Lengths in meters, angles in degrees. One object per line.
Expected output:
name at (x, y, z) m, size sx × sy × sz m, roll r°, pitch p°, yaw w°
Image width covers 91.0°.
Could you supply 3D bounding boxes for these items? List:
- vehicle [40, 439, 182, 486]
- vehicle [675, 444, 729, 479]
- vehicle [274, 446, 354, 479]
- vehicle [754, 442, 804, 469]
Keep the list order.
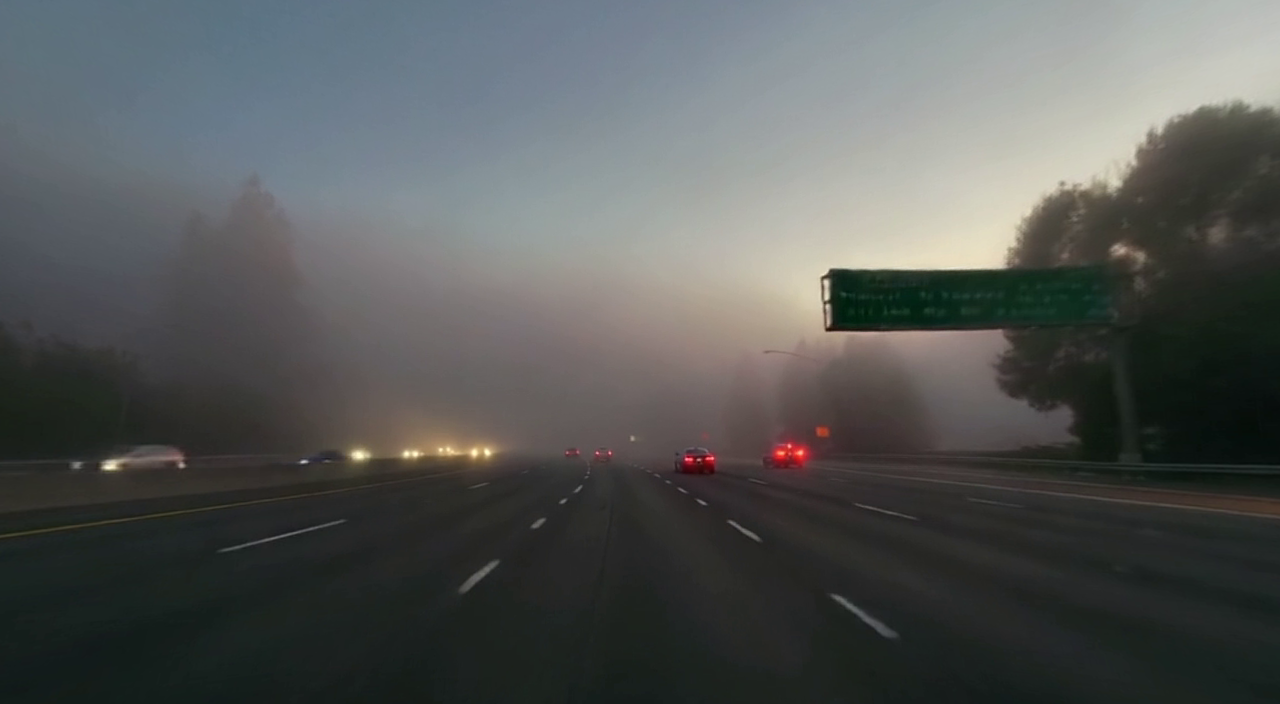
vehicle at (-24.768, 5.188, 29.839) m, size 2.184 × 1.991 × 5.336 m, roll 0°, pitch -9°, yaw -2°
vehicle at (2.933, 5.300, 30.747) m, size 1.975 × 1.562 × 3.823 m, roll 1°, pitch -9°, yaw -5°
vehicle at (-17.480, 5.934, 34.081) m, size 1.970 × 1.627 × 4.647 m, roll 0°, pitch -9°, yaw -2°
vehicle at (9.202, 6.906, 42.061) m, size 1.909 × 1.634 × 4.739 m, roll 1°, pitch -9°, yaw -5°
